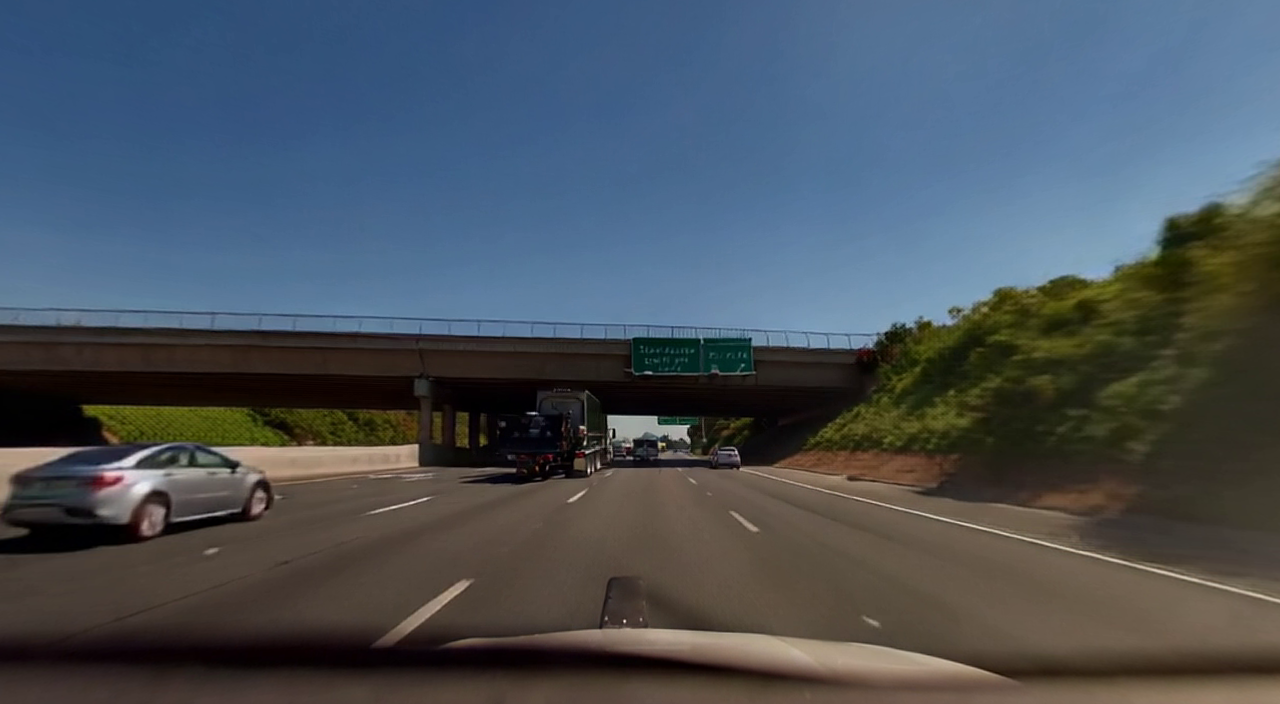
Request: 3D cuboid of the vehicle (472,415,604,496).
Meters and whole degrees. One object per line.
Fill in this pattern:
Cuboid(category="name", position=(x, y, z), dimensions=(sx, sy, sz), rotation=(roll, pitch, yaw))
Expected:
Cuboid(category="vehicle", position=(-3.483, 4.276, 26.866), dimensions=(2.854, 2.379, 16.653), rotation=(0, -8, 0))

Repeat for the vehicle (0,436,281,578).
Cuboid(category="vehicle", position=(-7.411, 1.947, 8.856), dimensions=(1.965, 1.437, 4.592), rotation=(0, -8, 1))

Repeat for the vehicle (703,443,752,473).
Cuboid(category="vehicle", position=(4.645, 5.682, 33.981), dimensions=(1.993, 1.474, 4.230), rotation=(0, -8, 0))

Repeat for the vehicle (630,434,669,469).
Cuboid(category="vehicle", position=(0.602, 6.281, 39.978), dimensions=(2.309, 2.023, 5.130), rotation=(0, -8, 1))
